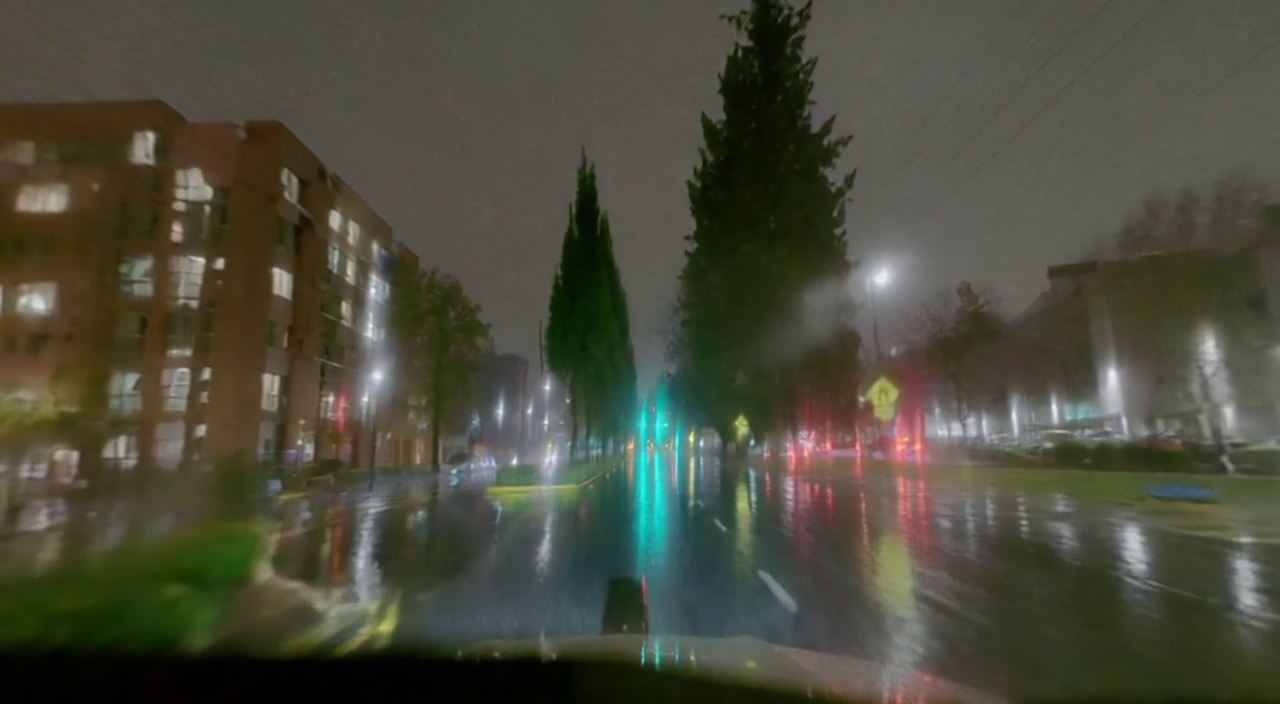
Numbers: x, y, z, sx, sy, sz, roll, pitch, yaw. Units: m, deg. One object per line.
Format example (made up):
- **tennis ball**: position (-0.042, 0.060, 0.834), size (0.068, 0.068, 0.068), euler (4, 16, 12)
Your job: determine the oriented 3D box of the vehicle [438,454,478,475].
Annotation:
- **vehicle**: position (-13.899, 8.578, 48.364), size (1.835, 1.434, 4.325), euler (0, -8, 0)
